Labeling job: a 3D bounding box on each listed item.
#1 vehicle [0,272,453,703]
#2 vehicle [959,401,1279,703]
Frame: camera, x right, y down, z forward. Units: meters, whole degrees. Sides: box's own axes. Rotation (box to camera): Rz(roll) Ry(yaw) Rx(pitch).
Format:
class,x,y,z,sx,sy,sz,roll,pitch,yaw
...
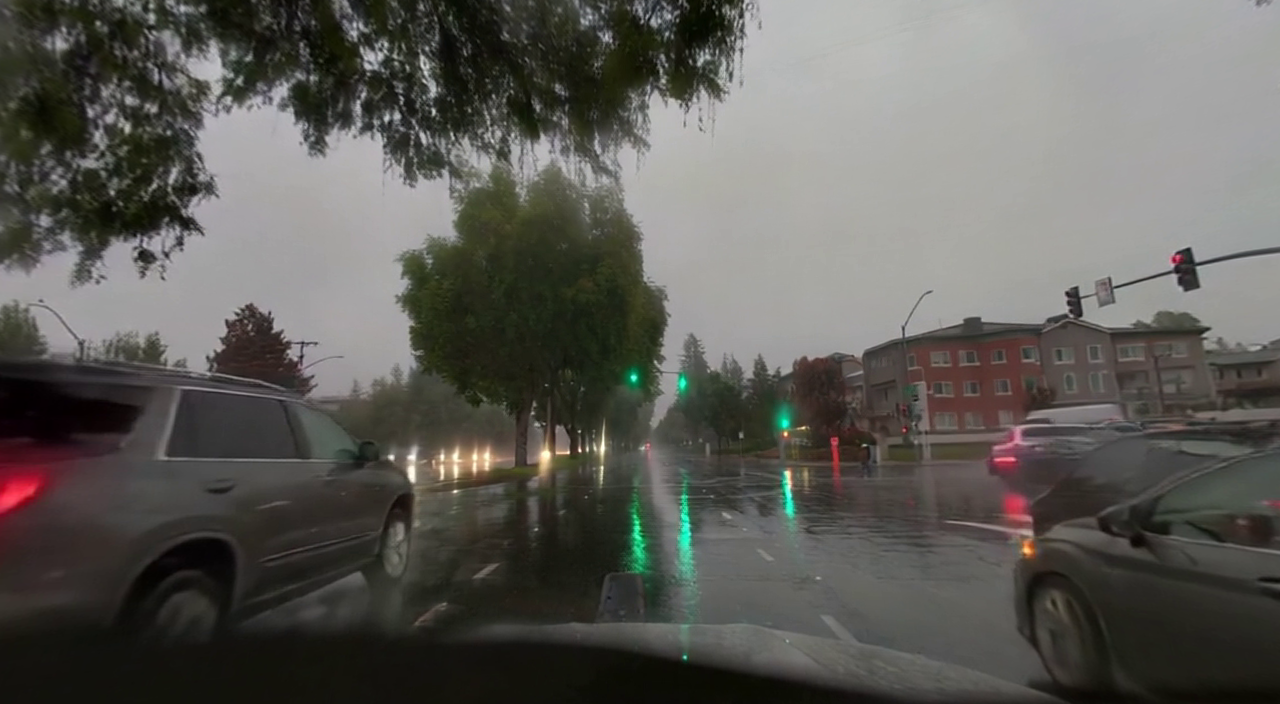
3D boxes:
class,x,y,z,sx,sy,sz,roll,pitch,yaw
vehicle,-3.252,1.020,4.523,2.231,1.898,4.985,0,-8,0
vehicle,3.106,0.869,1.892,1.990,1.454,4.490,0,-8,1
